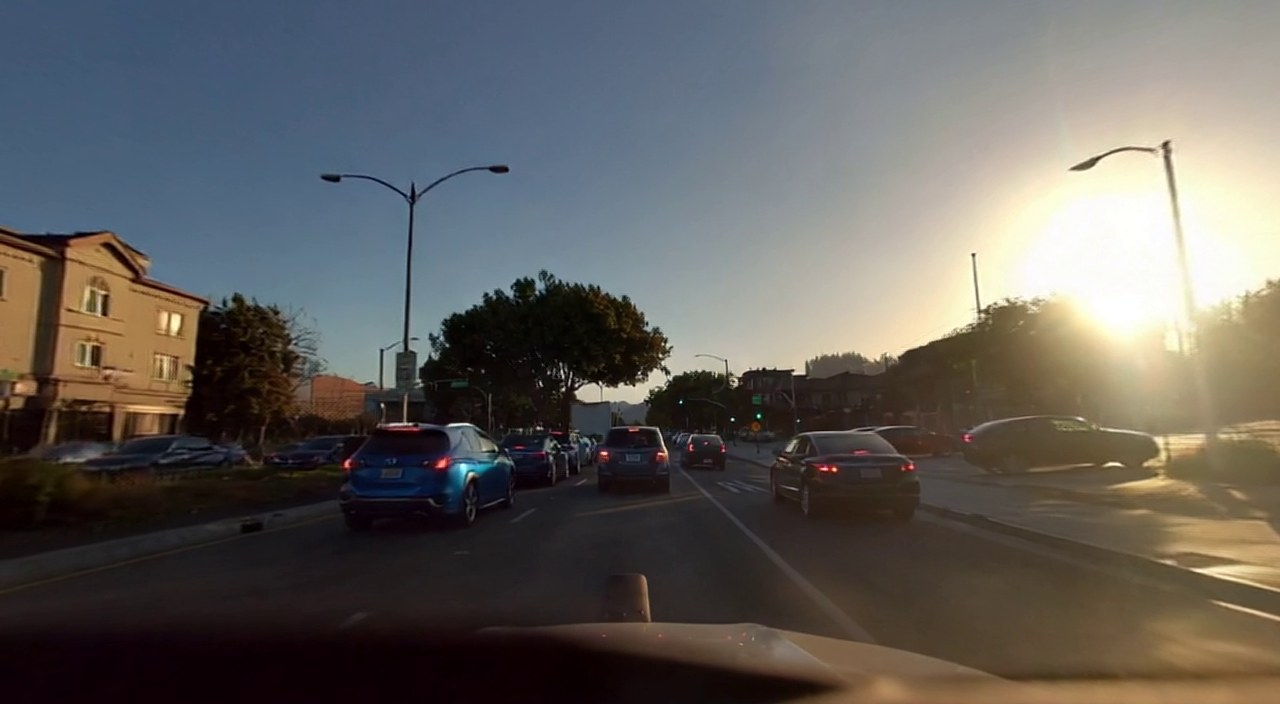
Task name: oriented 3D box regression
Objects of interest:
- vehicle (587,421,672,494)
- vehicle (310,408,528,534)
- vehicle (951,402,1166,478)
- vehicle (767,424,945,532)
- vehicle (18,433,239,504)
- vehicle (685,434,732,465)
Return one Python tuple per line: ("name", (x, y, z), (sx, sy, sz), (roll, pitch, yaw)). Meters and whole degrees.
("vehicle", (-0.209, 2.810, 17.011), (2.022, 1.700, 4.084), (0, -8, 1))
("vehicle", (-3.407, 1.944, 10.792), (2.047, 1.710, 4.314), (0, -8, 2))
("vehicle", (12.484, 2.678, 18.995), (4.991, 1.978, 2.090), (-8, -11, 42))
("vehicle", (3.541, 2.115, 11.117), (1.847, 1.554, 3.885), (0, -8, 2))
("vehicle", (-12.380, 2.815, 15.671), (1.843, 1.509, 4.301), (0, -8, 1))
("vehicle", (3.388, 4.940, 31.918), (1.948, 1.475, 4.093), (0, -8, 0))
